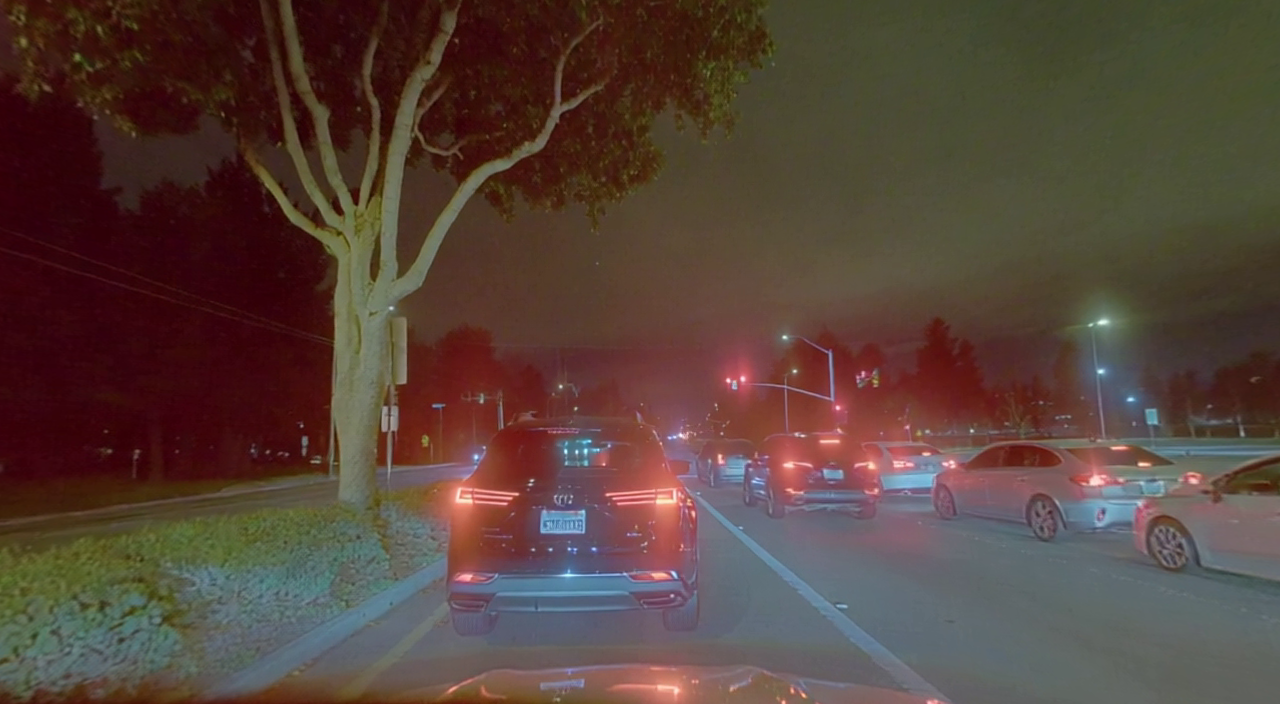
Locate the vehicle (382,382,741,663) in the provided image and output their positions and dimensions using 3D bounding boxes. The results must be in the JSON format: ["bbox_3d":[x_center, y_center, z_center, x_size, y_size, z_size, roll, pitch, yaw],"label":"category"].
[{"bbox_3d":[-0.429,1.358,6.090,2.201,1.709,4.271,0,-9,1],"label":"vehicle"}]

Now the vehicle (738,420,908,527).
[{"bbox_3d":[3.255,2.267,12.303,1.963,1.682,4.407,0,-9,0],"label":"vehicle"}]

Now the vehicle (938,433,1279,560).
[{"bbox_3d":[6.592,2.019,9.646,1.894,1.445,4.565,0,-9,0],"label":"vehicle"}]
